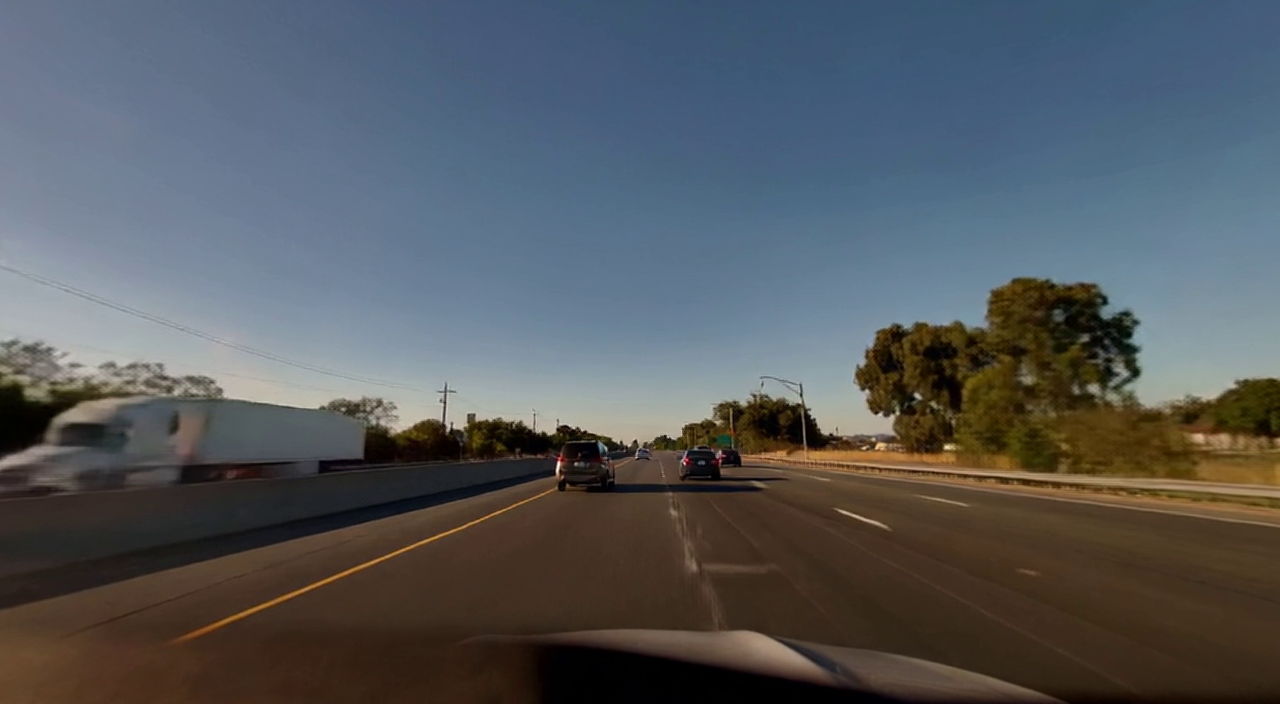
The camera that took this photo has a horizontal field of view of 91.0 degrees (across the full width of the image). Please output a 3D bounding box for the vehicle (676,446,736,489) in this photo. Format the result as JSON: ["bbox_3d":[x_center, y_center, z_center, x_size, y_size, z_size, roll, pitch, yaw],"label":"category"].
[{"bbox_3d":[2.460,4.406,24.352,2.004,1.471,4.032,0,-9,1],"label":"vehicle"}]

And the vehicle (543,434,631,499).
[{"bbox_3d":[-1.467,3.436,19.220,2.142,1.724,4.344,0,-9,2],"label":"vehicle"}]

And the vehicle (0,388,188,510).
[{"bbox_3d":[-21.274,3.639,23.784,3.063,3.921,6.608,0,-9,3],"label":"vehicle"}]

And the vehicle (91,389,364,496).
[{"bbox_3d":[-20.900,5.038,34.646,3.305,4.461,16.367,0,-9,3],"label":"vehicle"}]
